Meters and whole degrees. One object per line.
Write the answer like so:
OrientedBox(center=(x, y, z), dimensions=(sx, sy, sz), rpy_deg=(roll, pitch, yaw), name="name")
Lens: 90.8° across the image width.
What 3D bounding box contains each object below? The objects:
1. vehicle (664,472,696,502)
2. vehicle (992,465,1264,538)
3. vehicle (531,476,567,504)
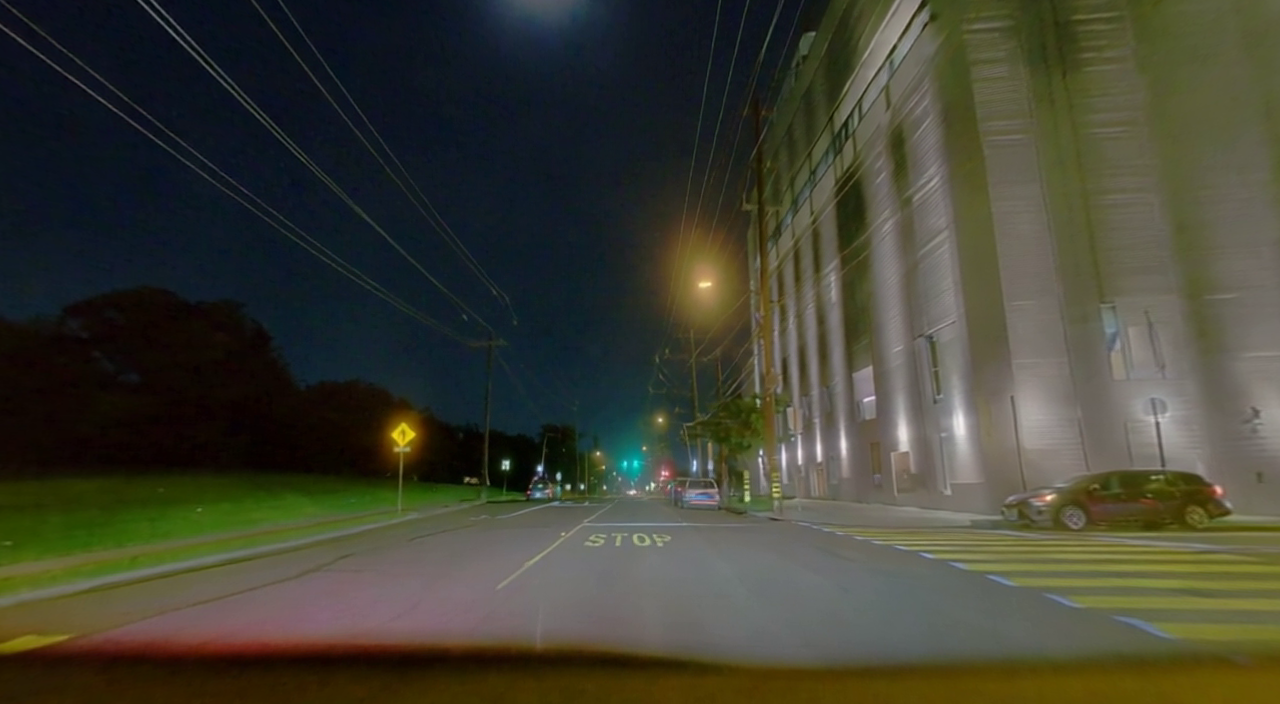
OrientedBox(center=(2.857, 9.761, 45.924), dimensions=(1.953, 1.774, 5.008), rpy_deg=(0, -8, -1), name="vehicle")
OrientedBox(center=(11.456, 3.510, 15.119), dimensions=(4.771, 1.492, 2.107), rpy_deg=(0, -8, -2), name="vehicle")
OrientedBox(center=(-6.627, 10.105, 46.461), dimensions=(1.913, 1.682, 4.365), rpy_deg=(0, -8, 0), name="vehicle")
